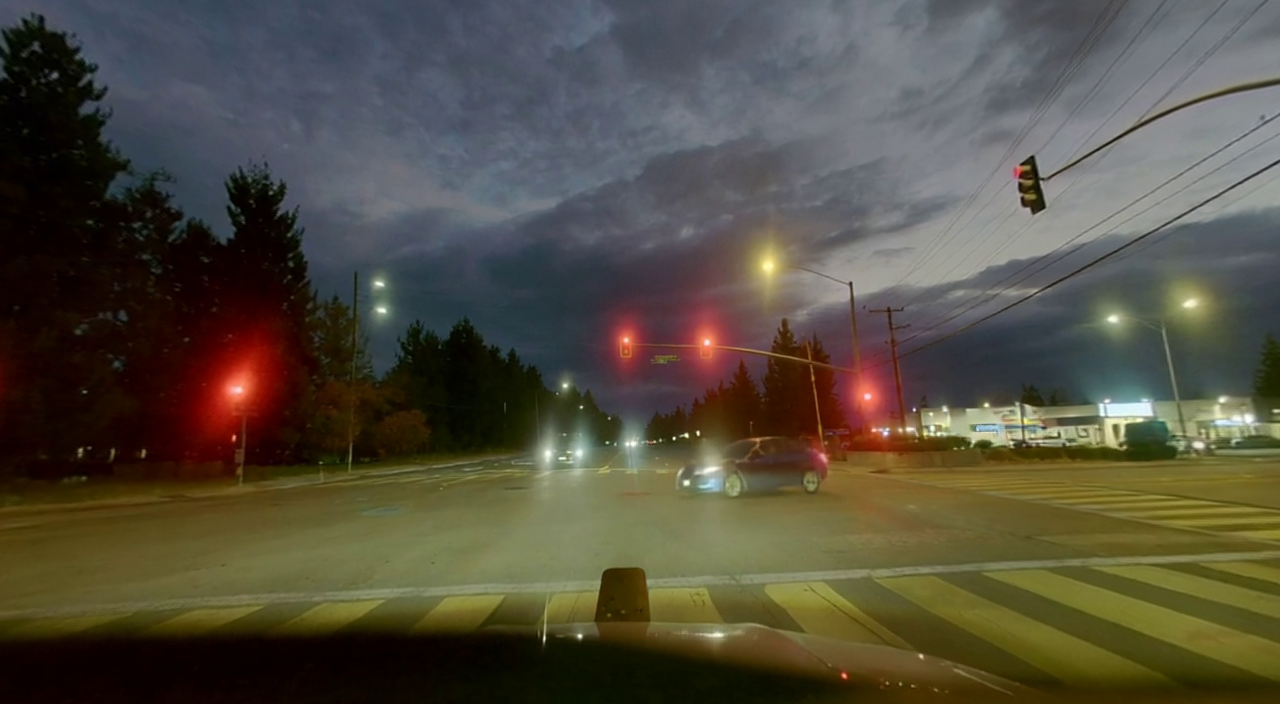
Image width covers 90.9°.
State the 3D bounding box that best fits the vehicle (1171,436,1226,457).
[{"bbox_3d":[42.854,7.241,48.293,4.133,1.561,1.824,5,-10,-30],"label":"vehicle"}]

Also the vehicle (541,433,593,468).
[{"bbox_3d":[-3.663,5.049,32.445,2.140,1.638,4.259,0,-8,0],"label":"vehicle"}]

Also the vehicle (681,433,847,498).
[{"bbox_3d":[3.419,3.011,17.117,4.377,1.523,1.877,6,-10,-35],"label":"vehicle"}]
